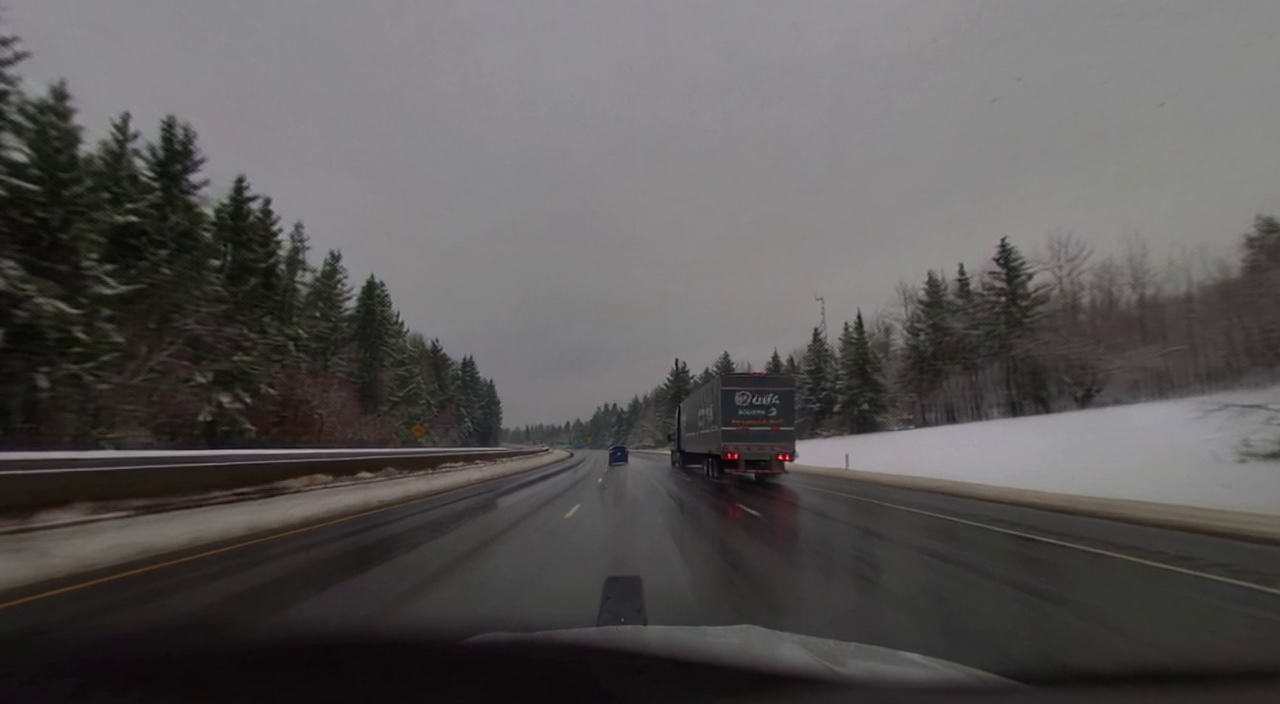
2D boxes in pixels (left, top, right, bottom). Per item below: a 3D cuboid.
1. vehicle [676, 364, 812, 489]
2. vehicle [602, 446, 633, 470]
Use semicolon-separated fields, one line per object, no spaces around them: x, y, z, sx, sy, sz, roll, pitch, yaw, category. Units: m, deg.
3.731;3.462;27.307;2.951;4.012;14.203;0;-9;-2;vehicle
-1.394;6.732;40.156;1.913;1.460;3.610;0;-9;-1;vehicle
